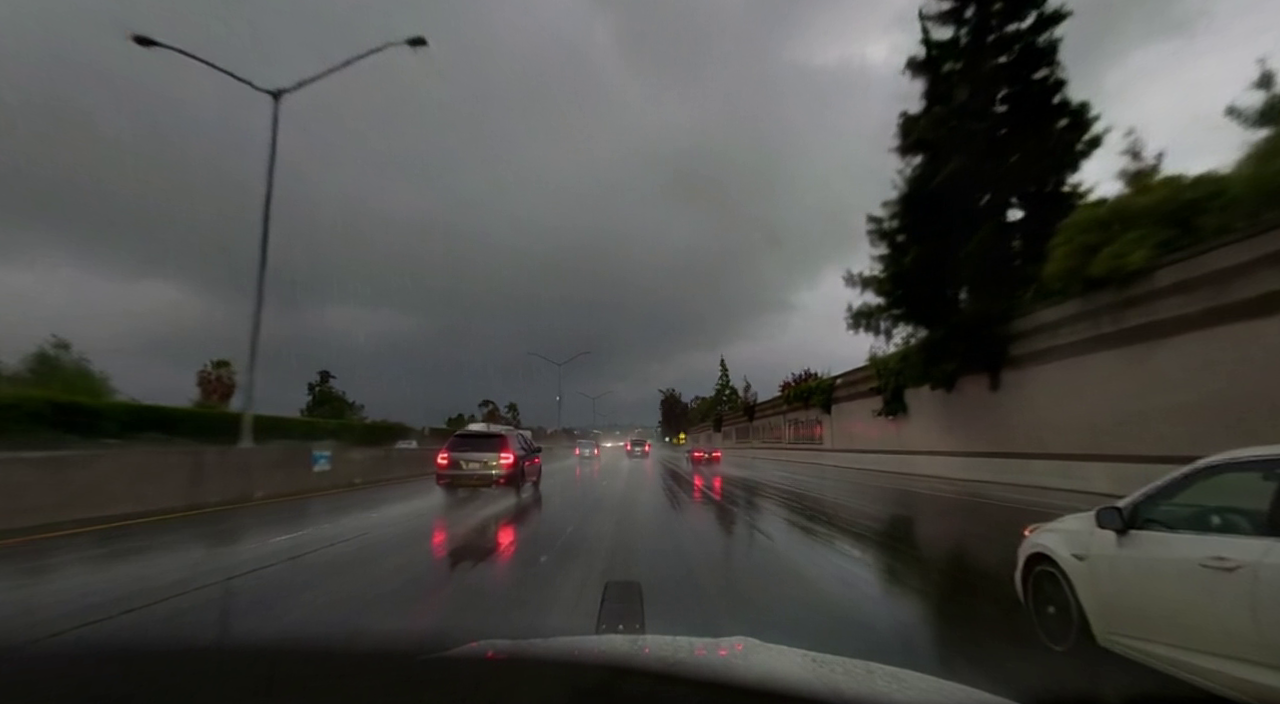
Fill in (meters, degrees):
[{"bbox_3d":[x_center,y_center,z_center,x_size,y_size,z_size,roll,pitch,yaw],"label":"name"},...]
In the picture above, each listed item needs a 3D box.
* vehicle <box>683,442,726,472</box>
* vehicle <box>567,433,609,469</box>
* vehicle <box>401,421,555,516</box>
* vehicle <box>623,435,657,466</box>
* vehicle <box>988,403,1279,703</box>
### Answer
[{"bbox_3d":[3.945,6.493,39.272,2.224,1.752,4.487,0,-9,0],"label":"vehicle"},{"bbox_3d":[-3.356,6.539,41.571,2.378,2.214,4.352,0,-9,0],"label":"vehicle"},{"bbox_3d":[-3.528,2.681,15.047,2.184,1.819,5.441,0,-9,1],"label":"vehicle"},{"bbox_3d":[-0.016,7.630,48.967,2.485,2.215,5.199,0,-9,0],"label":"vehicle"},{"bbox_3d":[3.521,0.955,2.224,1.916,1.566,4.611,0,-9,0],"label":"vehicle"}]
